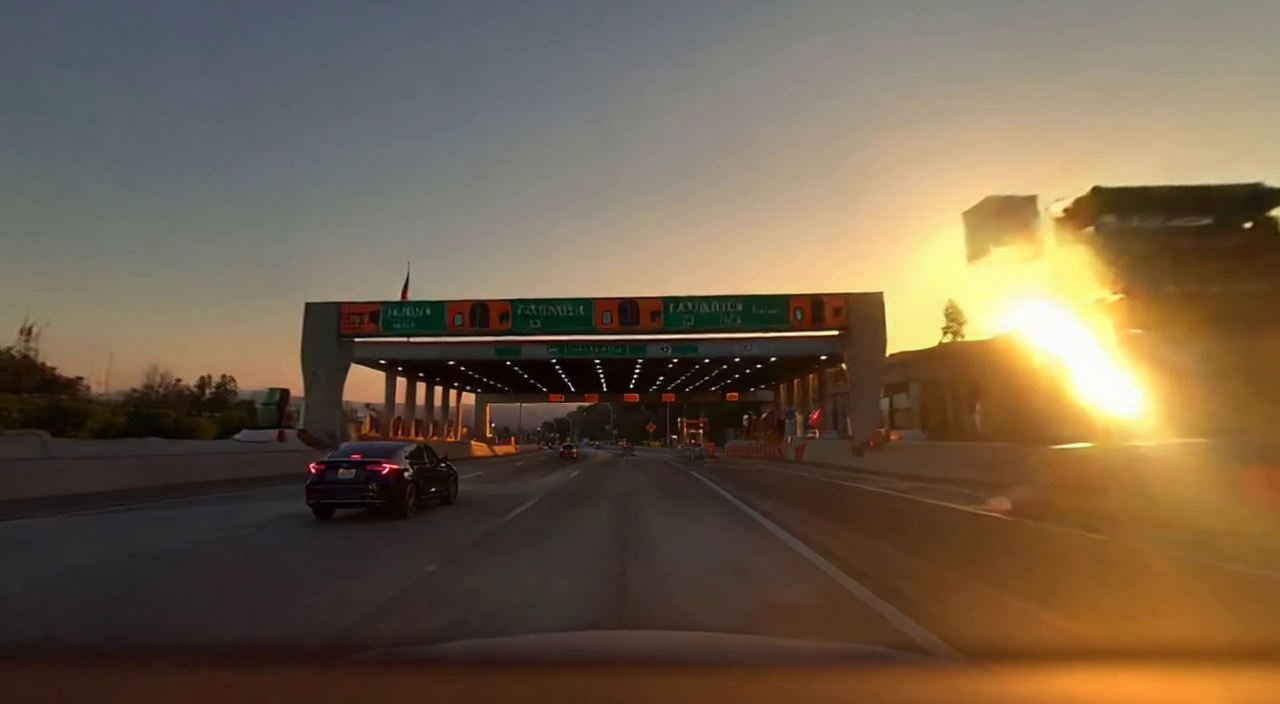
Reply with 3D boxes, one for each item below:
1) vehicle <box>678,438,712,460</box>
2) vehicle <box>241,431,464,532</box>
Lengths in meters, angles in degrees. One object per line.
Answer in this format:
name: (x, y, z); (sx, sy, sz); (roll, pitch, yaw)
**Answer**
vehicle: (4.275, 7.667, 49.873); (2.072, 1.639, 4.919); (0, -8, -1)
vehicle: (-4.851, 2.228, 11.524); (1.981, 1.465, 4.334); (0, -8, 0)
